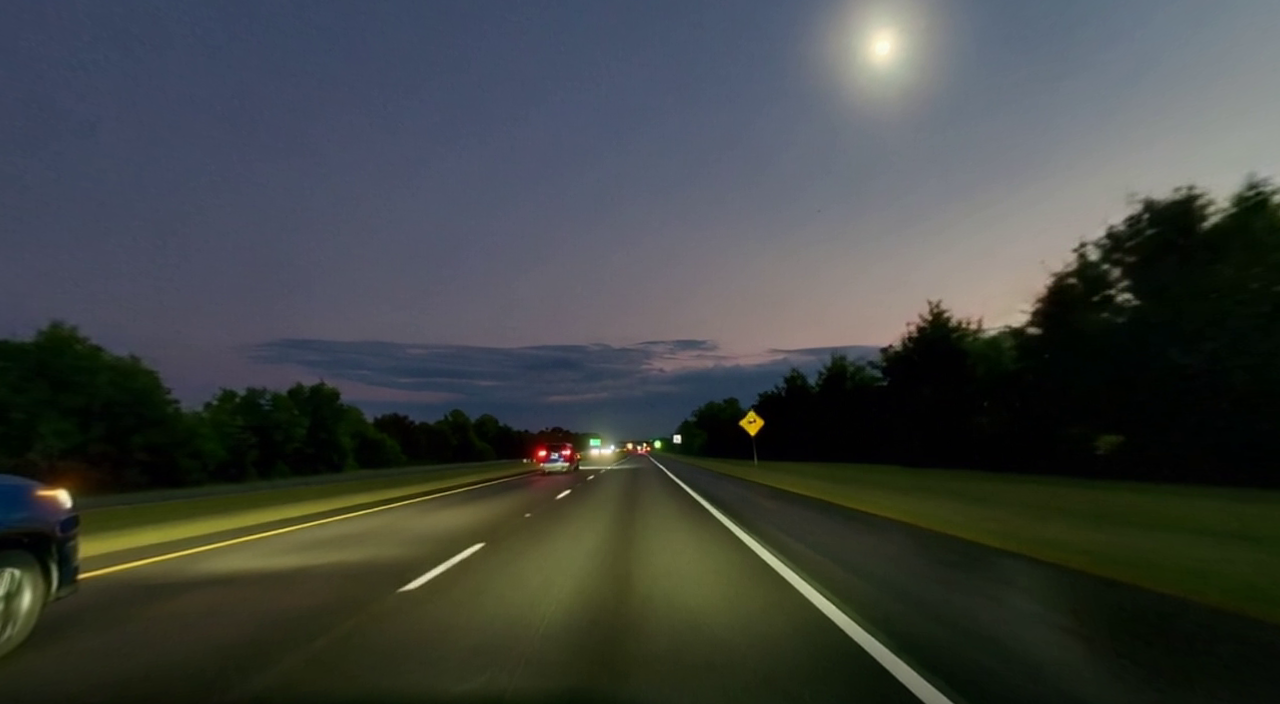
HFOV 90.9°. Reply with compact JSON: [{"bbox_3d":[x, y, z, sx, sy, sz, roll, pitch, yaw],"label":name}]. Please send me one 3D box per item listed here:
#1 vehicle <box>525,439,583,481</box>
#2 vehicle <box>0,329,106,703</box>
[{"bbox_3d":[-3.931,5.024,29.575,2.056,1.811,4.202,0,-9,1],"label":"vehicle"},{"bbox_3d":[-4.408,0.584,1.487,2.102,1.941,4.703,0,-9,0],"label":"vehicle"}]
